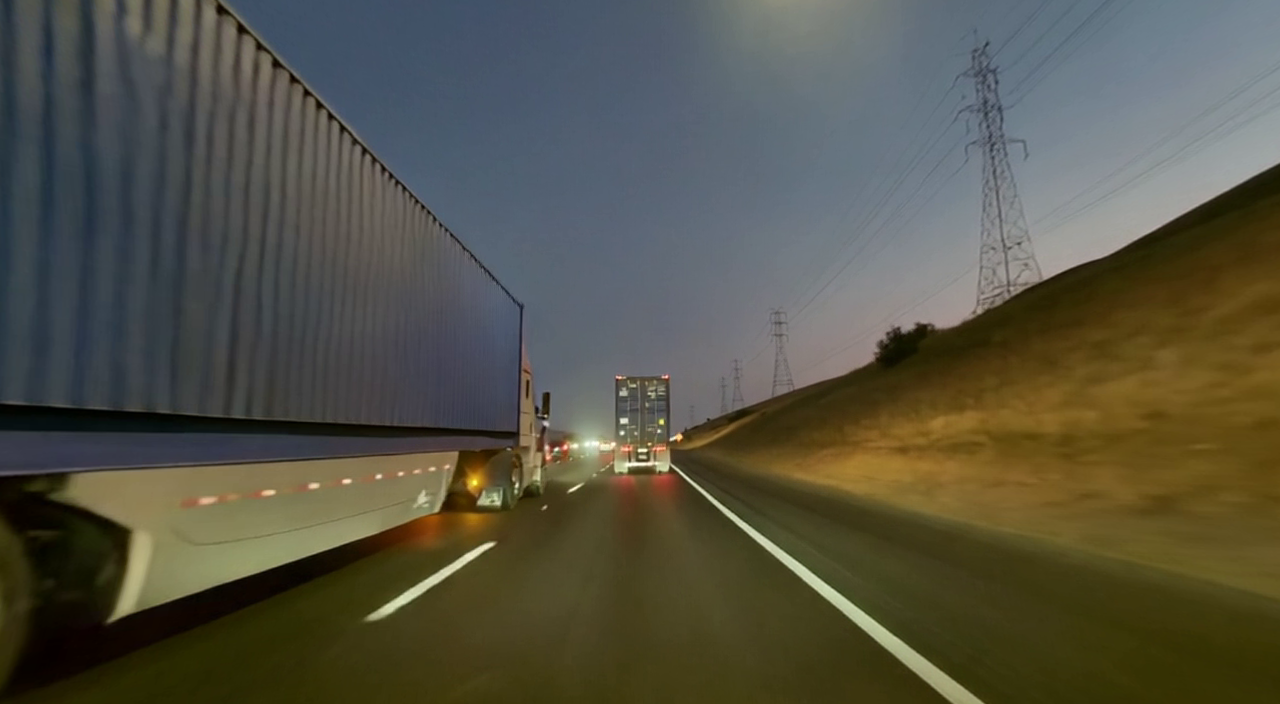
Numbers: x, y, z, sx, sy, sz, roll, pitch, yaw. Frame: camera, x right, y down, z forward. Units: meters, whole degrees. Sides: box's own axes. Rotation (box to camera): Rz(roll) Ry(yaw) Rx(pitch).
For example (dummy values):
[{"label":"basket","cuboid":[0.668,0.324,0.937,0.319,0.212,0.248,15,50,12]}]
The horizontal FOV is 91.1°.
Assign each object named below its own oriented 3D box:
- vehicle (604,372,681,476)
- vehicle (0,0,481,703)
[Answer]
[{"label":"vehicle","cuboid":[0.009,3.664,30.653,3.006,4.120,11.586,0,-8,-1]},{"label":"vehicle","cuboid":[-4.135,-0.310,2.760,3.065,4.105,13.706,0,-8,1]}]
